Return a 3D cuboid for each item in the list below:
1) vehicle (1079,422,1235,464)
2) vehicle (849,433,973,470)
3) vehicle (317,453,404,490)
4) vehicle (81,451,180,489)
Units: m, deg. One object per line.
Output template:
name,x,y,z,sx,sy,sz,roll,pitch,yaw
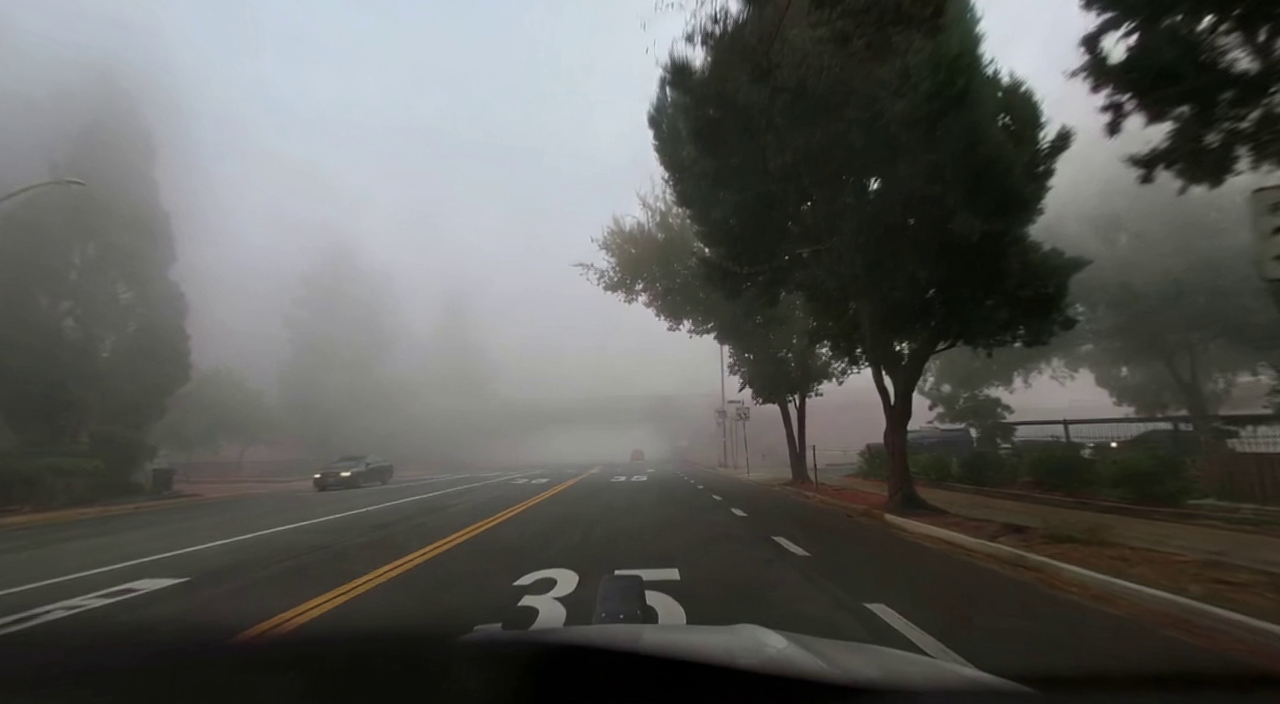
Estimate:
vehicle,22.964,4.126,28.301,1.866,1.483,4.910,1,-10,-30
vehicle,11.501,4.262,27.191,1.809,1.432,4.629,5,-10,-31
vehicle,-13.121,5.599,30.042,1.972,1.551,4.755,-1,-9,0
vehicle,-32.205,7.428,40.135,1.990,2.165,4.424,-2,-9,13
